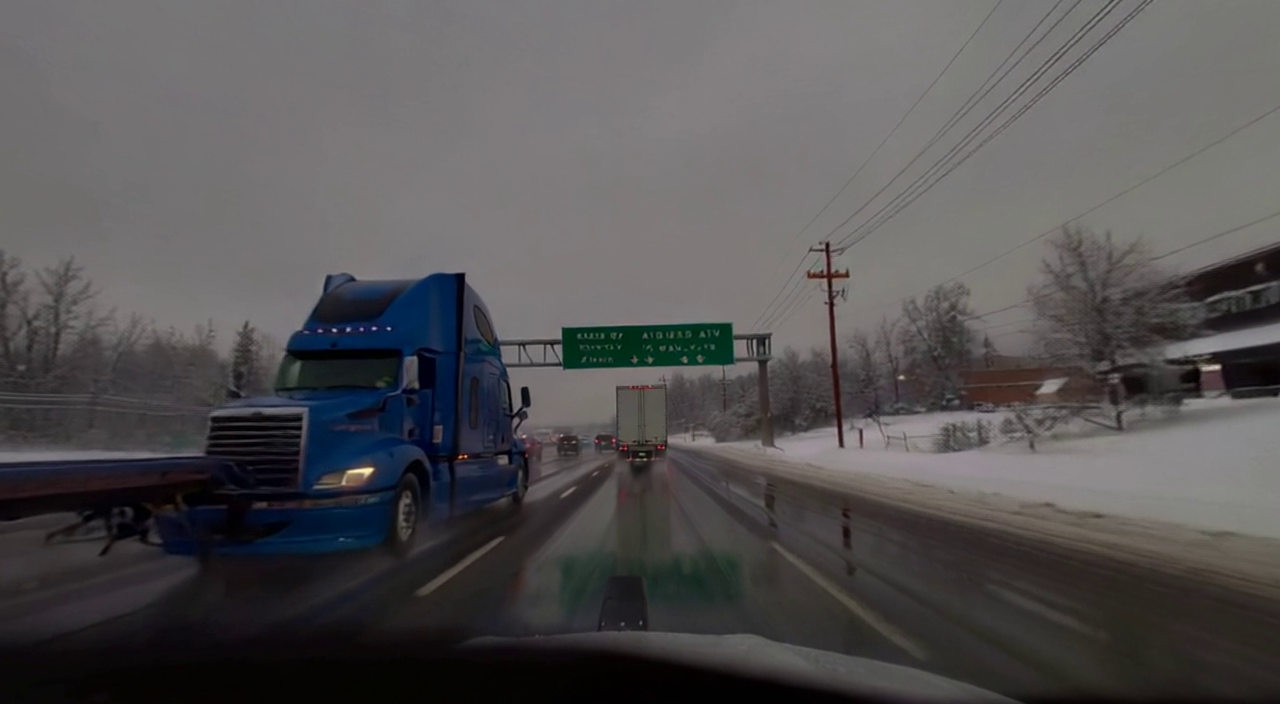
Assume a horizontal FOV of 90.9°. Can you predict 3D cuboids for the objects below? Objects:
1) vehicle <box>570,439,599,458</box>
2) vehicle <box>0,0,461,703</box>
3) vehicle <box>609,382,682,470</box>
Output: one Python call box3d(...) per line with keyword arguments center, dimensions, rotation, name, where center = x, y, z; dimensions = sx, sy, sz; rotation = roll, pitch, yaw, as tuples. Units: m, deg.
box3d(center=(-4.316, 7.617, 49.815), dimensions=(1.933, 1.459, 4.478), rotation=(0, -9, 0), name="vehicle")
box3d(center=(-3.932, -0.485, 0.773), dimensions=(2.875, 4.083, 15.756), rotation=(0, -9, 0), name="vehicle")
box3d(center=(0.229, 3.750, 30.657), dimensions=(2.941, 3.604, 9.851), rotation=(0, -9, 0), name="vehicle")
